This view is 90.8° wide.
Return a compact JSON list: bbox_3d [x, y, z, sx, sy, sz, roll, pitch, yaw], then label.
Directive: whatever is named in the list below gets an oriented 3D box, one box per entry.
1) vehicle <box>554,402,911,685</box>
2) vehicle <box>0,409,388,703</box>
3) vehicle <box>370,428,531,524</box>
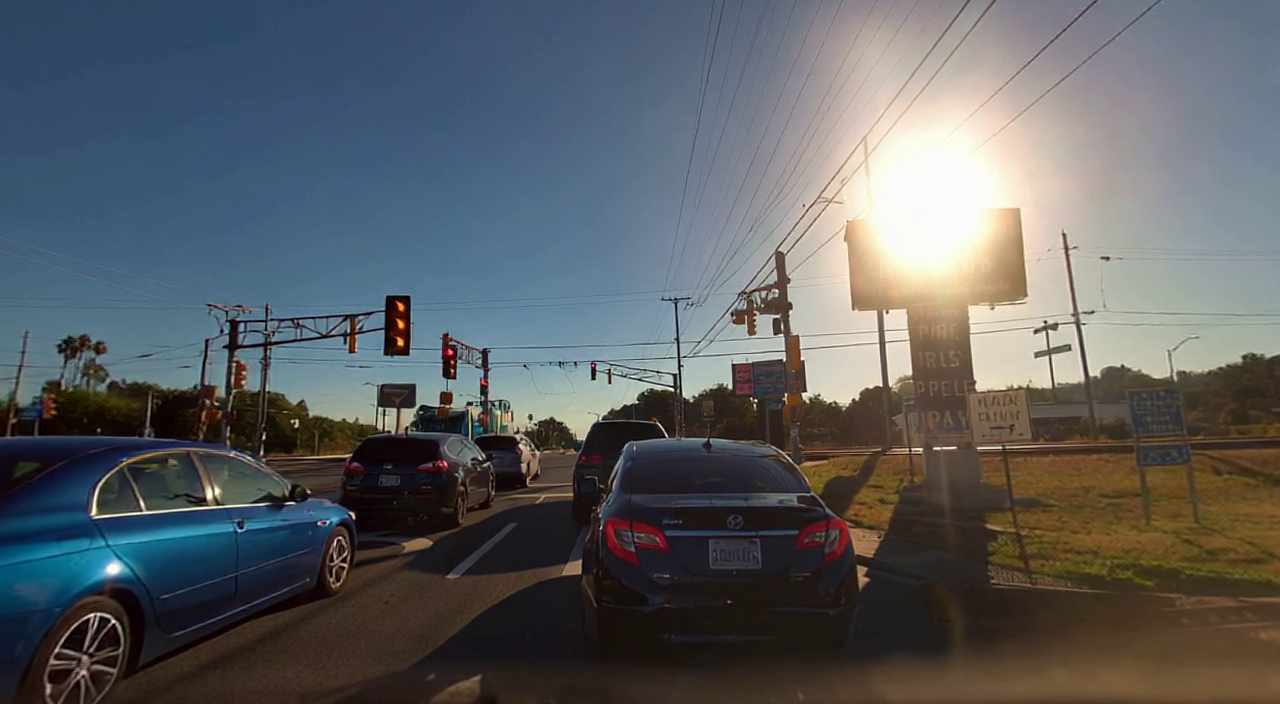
[{"bbox_3d":[0.397,1.351,5.555,1.998,1.529,3.960,1,-9,-4],"label":"vehicle"},{"bbox_3d":[-3.710,1.253,4.476,1.956,1.468,4.585,0,-9,0],"label":"vehicle"},{"bbox_3d":[-3.360,2.271,12.101,1.984,1.505,3.982,0,-9,-2],"label":"vehicle"}]
